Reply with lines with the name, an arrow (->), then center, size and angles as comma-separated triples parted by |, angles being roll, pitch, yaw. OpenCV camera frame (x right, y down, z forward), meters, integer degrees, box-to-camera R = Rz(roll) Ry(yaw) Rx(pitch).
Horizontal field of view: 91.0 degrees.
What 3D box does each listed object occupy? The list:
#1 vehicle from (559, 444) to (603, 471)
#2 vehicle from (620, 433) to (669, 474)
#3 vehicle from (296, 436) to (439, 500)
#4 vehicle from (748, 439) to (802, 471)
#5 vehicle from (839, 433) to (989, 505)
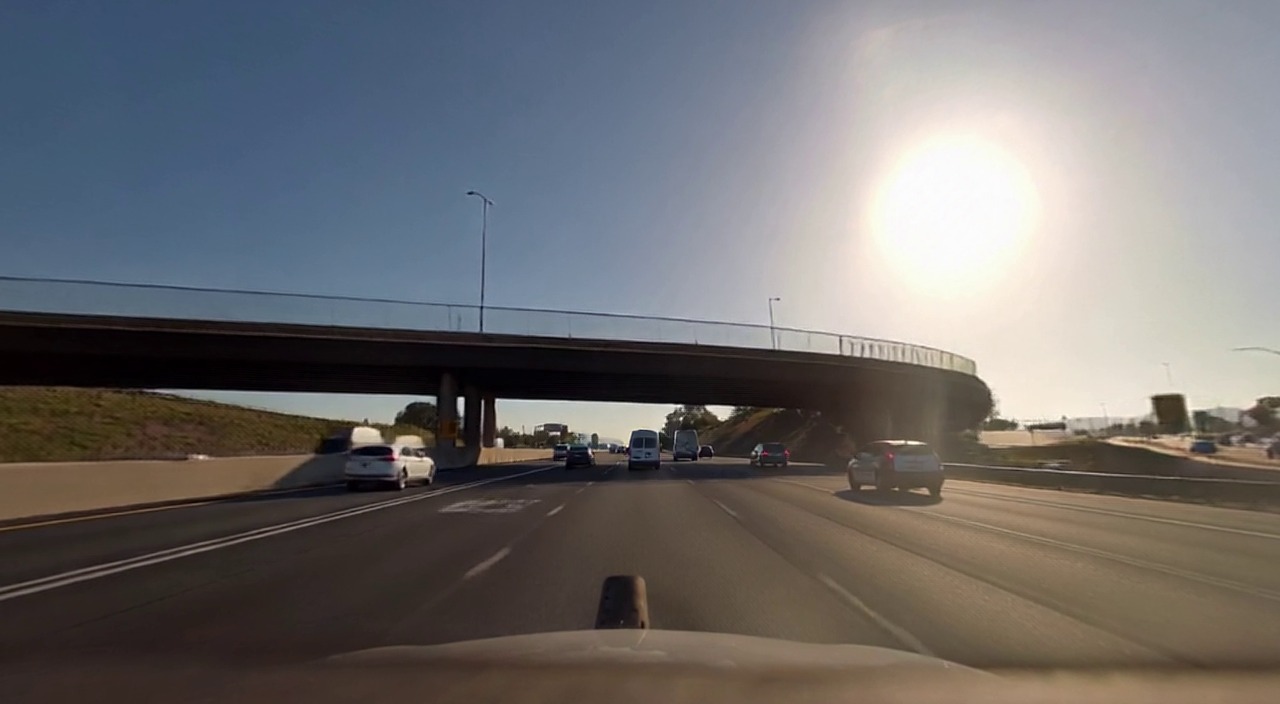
vehicle -> -3.610, 6.533, 39.216 | 2.173, 1.542, 4.781 | 0, -9, 1
vehicle -> 0.257, 5.509, 34.433 | 2.509, 2.062, 4.639 | 0, -9, 0
vehicle -> -7.710, 3.315, 18.432 | 2.108, 1.619, 4.548 | 0, -8, 1
vehicle -> 7.995, 6.165, 37.913 | 2.147, 1.808, 5.243 | 0, -9, 0
vehicle -> 7.197, 3.107, 17.186 | 2.146, 1.678, 4.489 | 0, -9, 2
